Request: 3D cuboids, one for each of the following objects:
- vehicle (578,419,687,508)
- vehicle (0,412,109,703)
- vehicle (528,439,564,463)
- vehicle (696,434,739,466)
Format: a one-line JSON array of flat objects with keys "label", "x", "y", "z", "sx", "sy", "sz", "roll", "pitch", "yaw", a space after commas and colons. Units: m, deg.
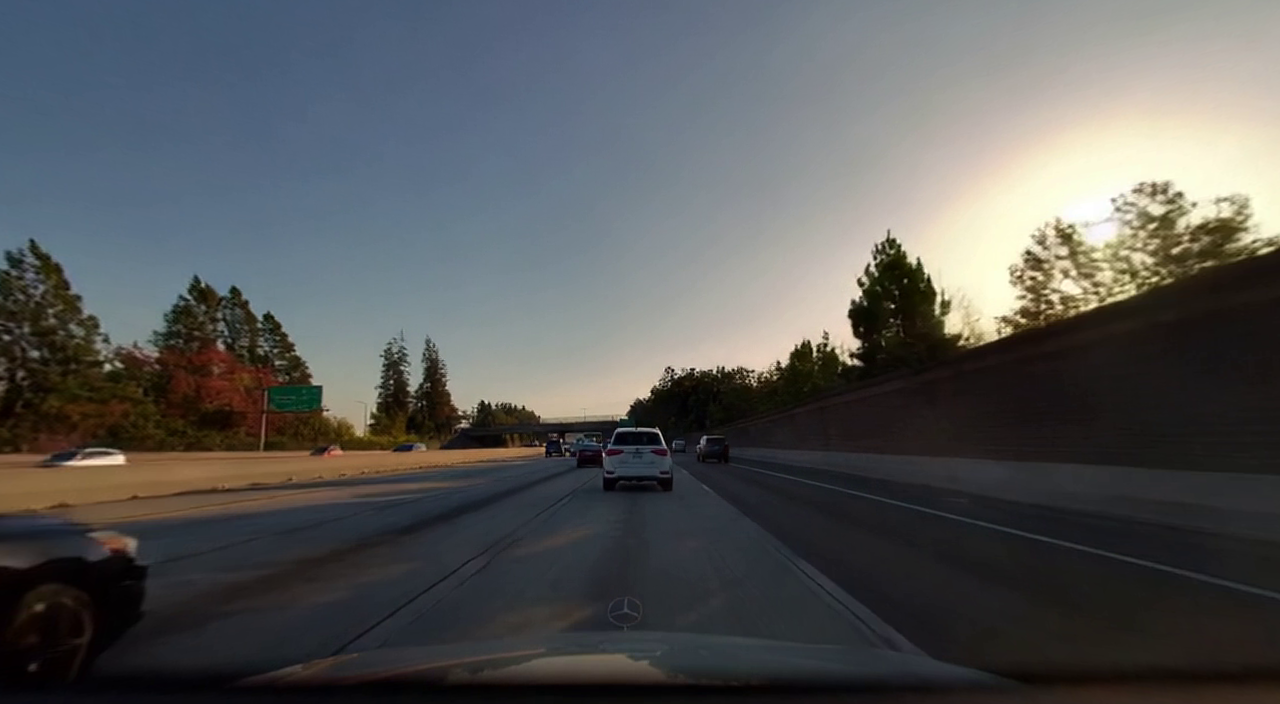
[{"label": "vehicle", "x": -0.141, "y": 2.595, "z": 15.061, "sx": 2.233, "sy": 1.804, "sz": 4.273, "roll": 0, "pitch": -9, "yaw": 0}, {"label": "vehicle", "x": -3.773, "y": 0.747, "z": 1.146, "sx": 1.967, "sy": 1.442, "sz": 4.143, "roll": 0, "pitch": -9, "yaw": 0}, {"label": "vehicle", "x": -7.040, "y": 7.442, "z": 47.625, "sx": 2.024, "sy": 1.706, "sz": 4.249, "roll": 0, "pitch": -9, "yaw": 1}, {"label": "vehicle", "x": 4.742, "y": 6.052, "z": 39.129, "sx": 2.017, "sy": 1.847, "sz": 4.299, "roll": 0, "pitch": -9, "yaw": -1}]
